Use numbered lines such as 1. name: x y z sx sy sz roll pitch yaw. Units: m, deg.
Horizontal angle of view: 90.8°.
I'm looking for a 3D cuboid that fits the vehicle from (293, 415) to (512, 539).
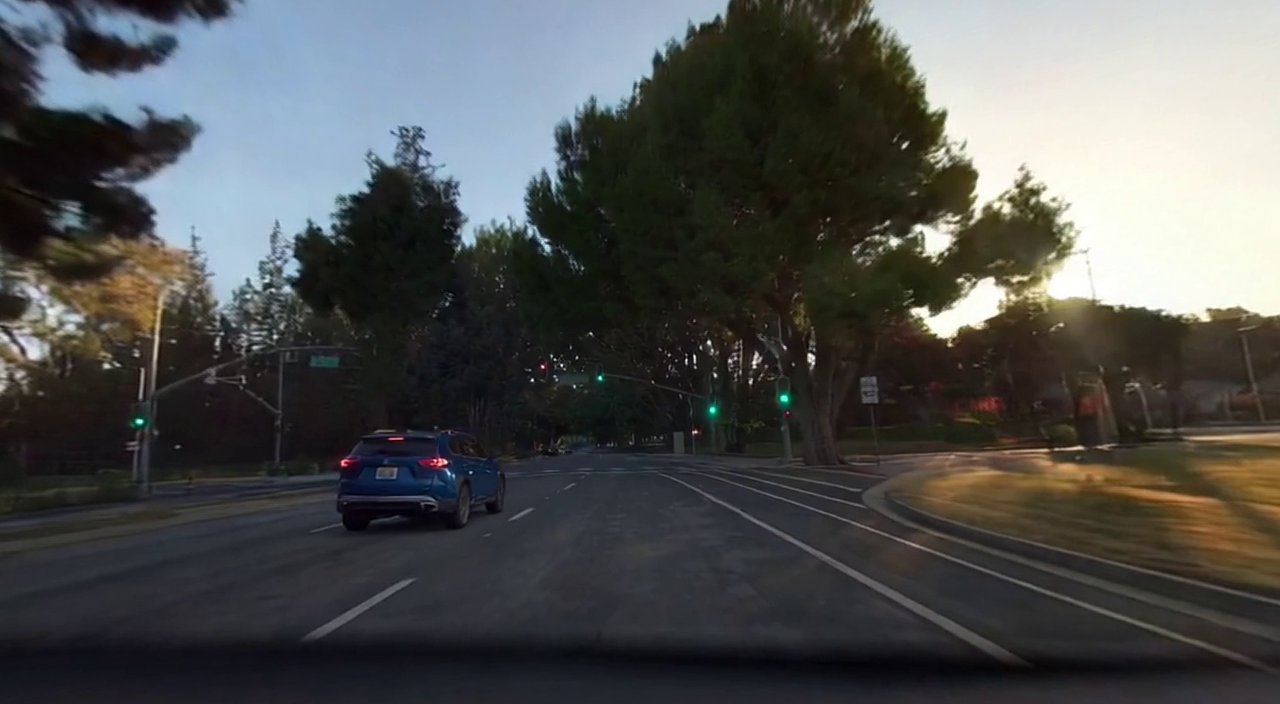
1. vehicle: -3.797 2.096 11.166 2.121 1.724 4.392 0 -9 0
